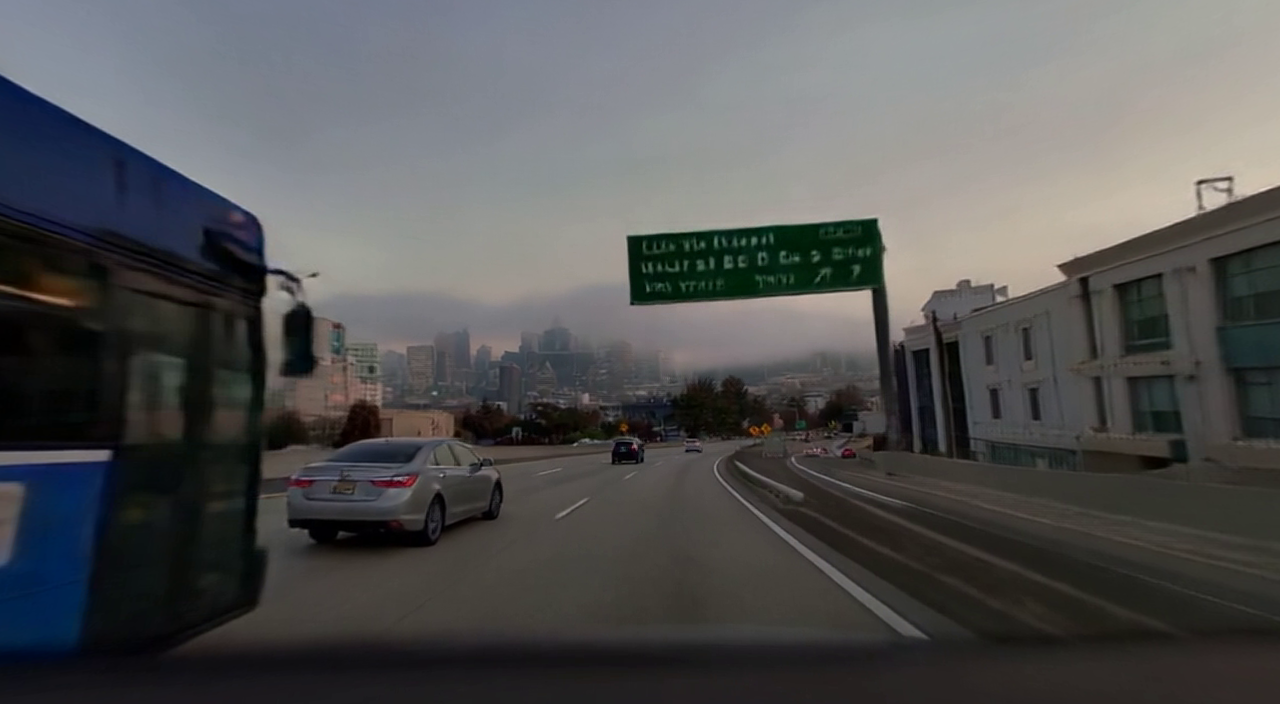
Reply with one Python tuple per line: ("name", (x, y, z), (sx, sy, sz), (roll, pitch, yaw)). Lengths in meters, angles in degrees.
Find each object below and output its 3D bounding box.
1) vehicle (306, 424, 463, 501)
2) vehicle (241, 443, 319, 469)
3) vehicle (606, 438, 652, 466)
("vehicle", (-6.317, 2.788, 16.293), (1.993, 1.690, 4.450), (-1, -9, 3))
("vehicle", (-22.256, 6.430, 39.200), (1.893, 1.473, 4.346), (-2, -9, 8))
("vehicle", (-0.527, 5.558, 35.033), (1.928, 1.455, 4.361), (-1, -9, 8))
